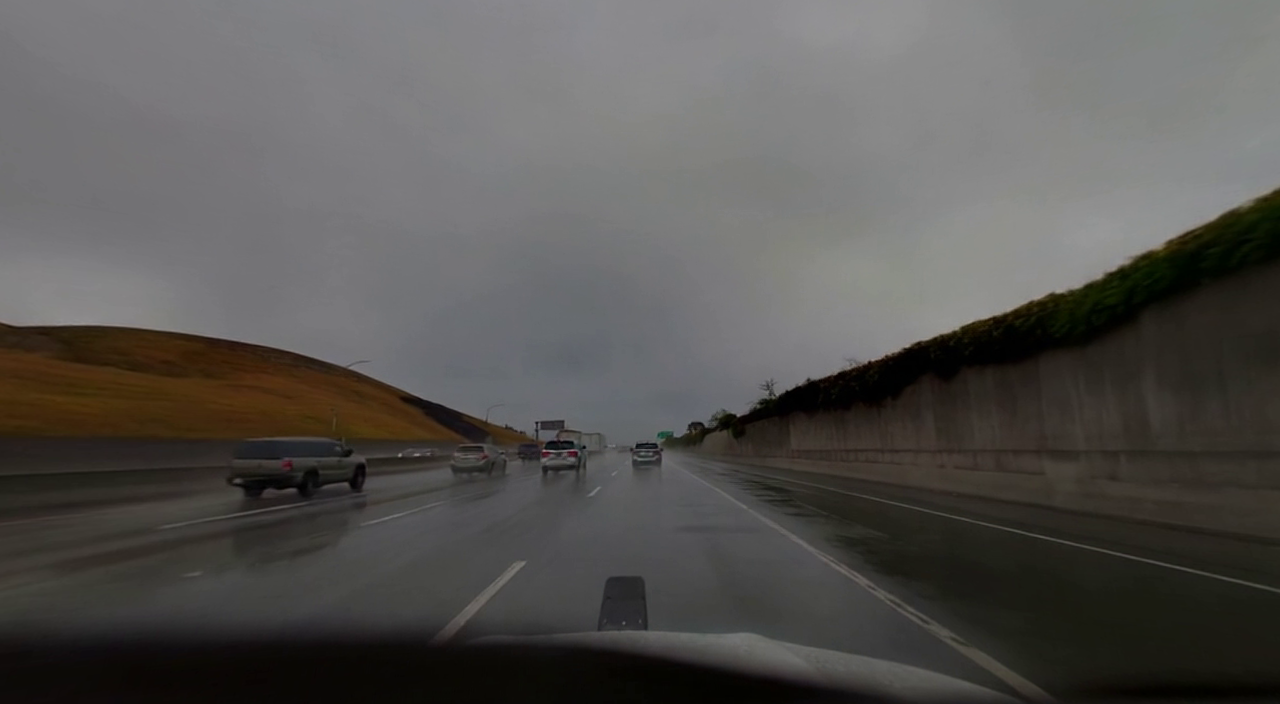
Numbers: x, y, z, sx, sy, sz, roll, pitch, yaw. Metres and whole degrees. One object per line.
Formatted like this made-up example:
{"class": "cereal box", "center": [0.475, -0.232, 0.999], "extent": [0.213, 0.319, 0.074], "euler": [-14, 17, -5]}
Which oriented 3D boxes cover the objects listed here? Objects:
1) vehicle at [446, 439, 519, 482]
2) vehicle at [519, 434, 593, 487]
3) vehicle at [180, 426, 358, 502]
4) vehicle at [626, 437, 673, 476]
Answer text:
{"class": "vehicle", "center": [-6.812, 4.725, 27.789], "extent": [2.059, 1.745, 4.239], "euler": [0, -9, 1]}
{"class": "vehicle", "center": [-3.084, 4.087, 24.109], "extent": [2.093, 1.820, 4.506], "euler": [0, -9, 1]}
{"class": "vehicle", "center": [-10.757, 3.297, 18.932], "extent": [2.054, 1.933, 5.247], "euler": [0, -9, 1]}
{"class": "vehicle", "center": [0.434, 5.262, 31.830], "extent": [2.233, 1.804, 4.273], "euler": [0, -9, 0]}
